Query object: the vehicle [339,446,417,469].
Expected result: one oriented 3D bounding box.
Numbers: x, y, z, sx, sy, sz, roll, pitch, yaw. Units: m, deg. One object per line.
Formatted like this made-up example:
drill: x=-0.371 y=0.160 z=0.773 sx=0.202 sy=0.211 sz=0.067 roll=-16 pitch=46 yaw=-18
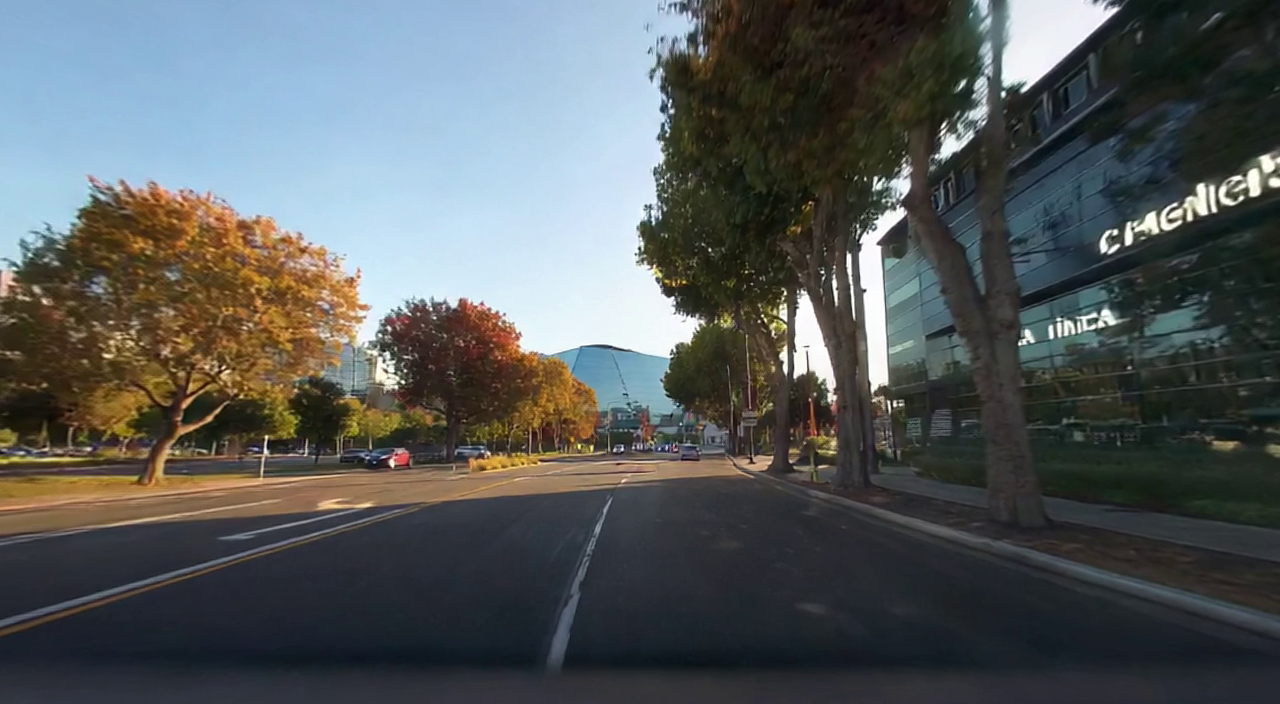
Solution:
vehicle: x=-18.875 y=7.585 z=45.320 sx=4.783 sy=1.579 sz=2.157 roll=-2 pitch=-9 yaw=12
